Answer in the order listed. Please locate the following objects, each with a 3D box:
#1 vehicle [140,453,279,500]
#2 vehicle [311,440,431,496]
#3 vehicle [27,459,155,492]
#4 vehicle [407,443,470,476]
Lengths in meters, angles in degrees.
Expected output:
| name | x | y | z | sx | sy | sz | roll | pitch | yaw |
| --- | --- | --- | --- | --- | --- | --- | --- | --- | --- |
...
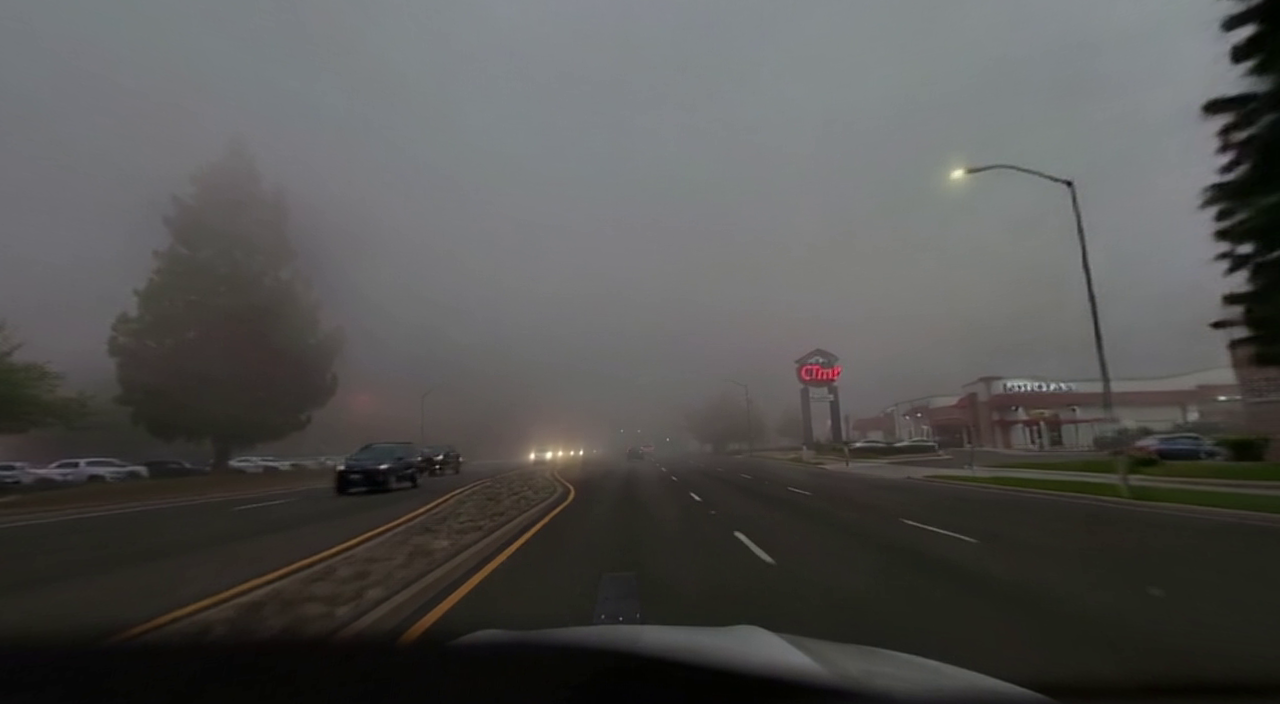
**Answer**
| name | x | y | z | sx | sy | sz | roll | pitch | yaw |
| --- | --- | --- | --- | --- | --- | --- | --- | --- | --- |
| vehicle | -15.200 | 4.390 | 22.677 | 1.844 | 1.472 | 4.429 | 0 | -9 | 0 |
| vehicle | -8.818 | 3.831 | 21.219 | 2.043 | 1.651 | 4.441 | 0 | -9 | 0 |
| vehicle | -28.009 | 6.296 | 32.434 | 4.496 | 1.428 | 1.979 | 3 | -11 | -26 |
| vehicle | -11.746 | 6.287 | 37.239 | 2.066 | 1.798 | 4.838 | 0 | -9 | 0 |
